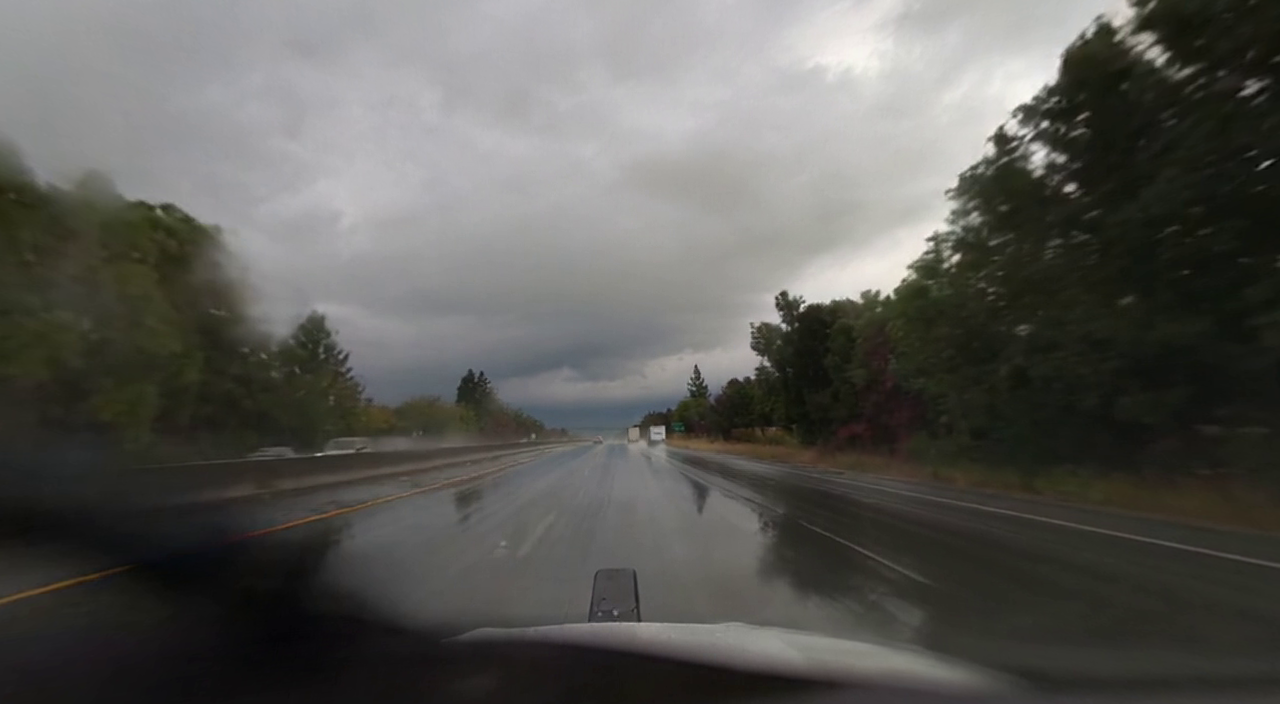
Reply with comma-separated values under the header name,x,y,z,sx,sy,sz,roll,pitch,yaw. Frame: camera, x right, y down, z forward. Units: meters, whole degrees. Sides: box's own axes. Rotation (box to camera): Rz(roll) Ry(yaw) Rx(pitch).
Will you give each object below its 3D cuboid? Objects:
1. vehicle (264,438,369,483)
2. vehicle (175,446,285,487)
name,x,y,z,sx,sy,sz,roll,pitch,yaw
vehicle,-12.094,4.047,23.953,1.886,1.527,4.215,0,-8,-2
vehicle,-16.783,4.682,26.092,1.844,1.456,4.265,0,-8,-3
